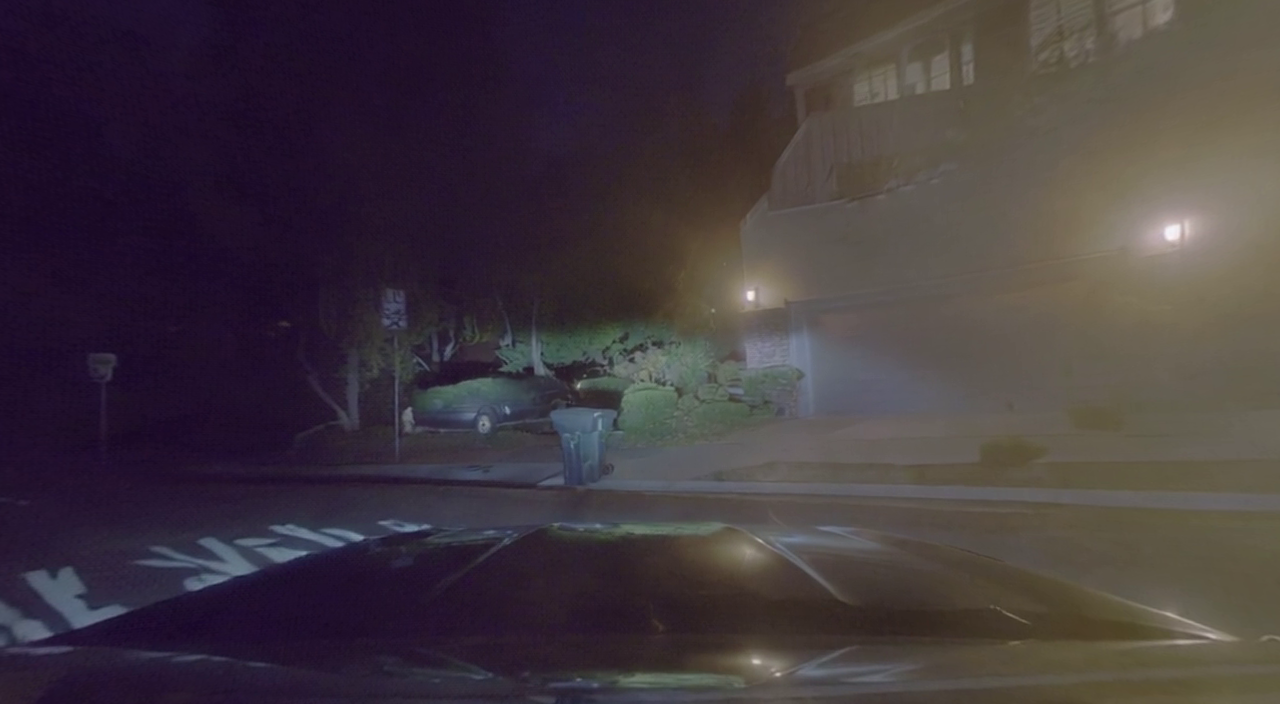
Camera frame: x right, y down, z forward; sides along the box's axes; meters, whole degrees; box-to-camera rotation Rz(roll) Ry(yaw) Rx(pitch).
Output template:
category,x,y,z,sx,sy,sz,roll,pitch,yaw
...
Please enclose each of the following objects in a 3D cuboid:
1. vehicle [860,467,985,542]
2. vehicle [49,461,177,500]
category,x,y,z,sx,sy,sz,roll,pitch,yaw
vehicle,7.263,3.905,16.729,1.860,1.477,4.629,-2,-8,10
vehicle,-25.652,6.357,30.927,2.019,1.697,4.310,-1,-13,11
